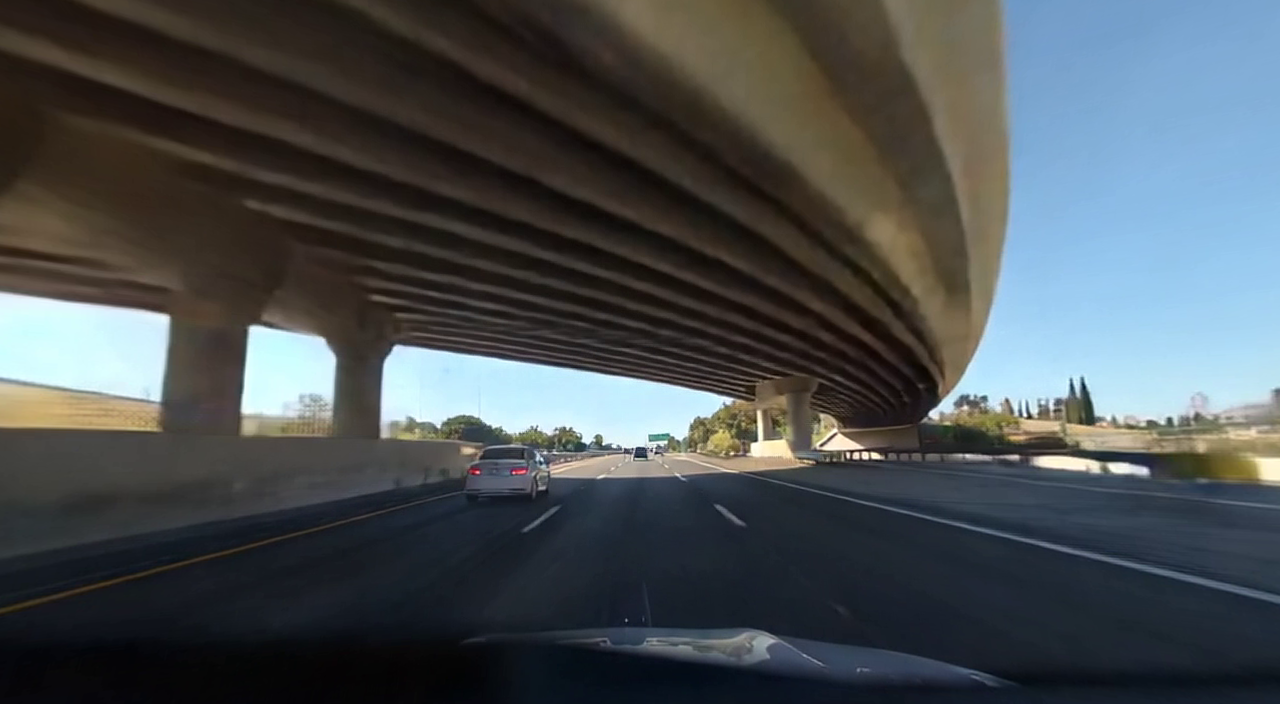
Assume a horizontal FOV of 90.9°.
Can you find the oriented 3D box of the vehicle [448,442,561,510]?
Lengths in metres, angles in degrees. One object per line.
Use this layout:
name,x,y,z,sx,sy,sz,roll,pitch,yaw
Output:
vehicle,-3.298,3.080,16.176,1.968,1.504,3.892,0,-8,1
